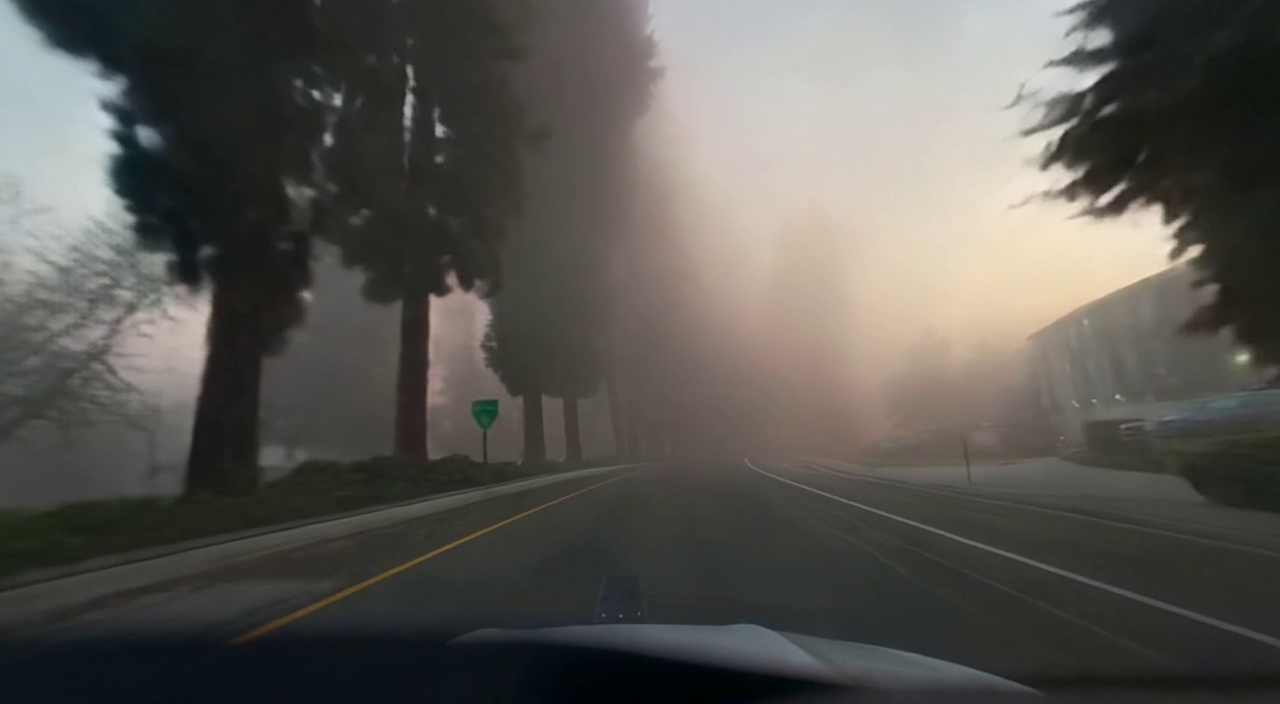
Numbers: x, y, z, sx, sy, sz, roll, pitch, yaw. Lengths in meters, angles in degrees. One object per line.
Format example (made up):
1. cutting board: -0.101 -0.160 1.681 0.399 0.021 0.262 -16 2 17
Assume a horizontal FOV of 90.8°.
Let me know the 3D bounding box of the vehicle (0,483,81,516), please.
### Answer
1. vehicle: -34.205 8.224 35.117 1.842 1.584 4.567 -6 -11 6
